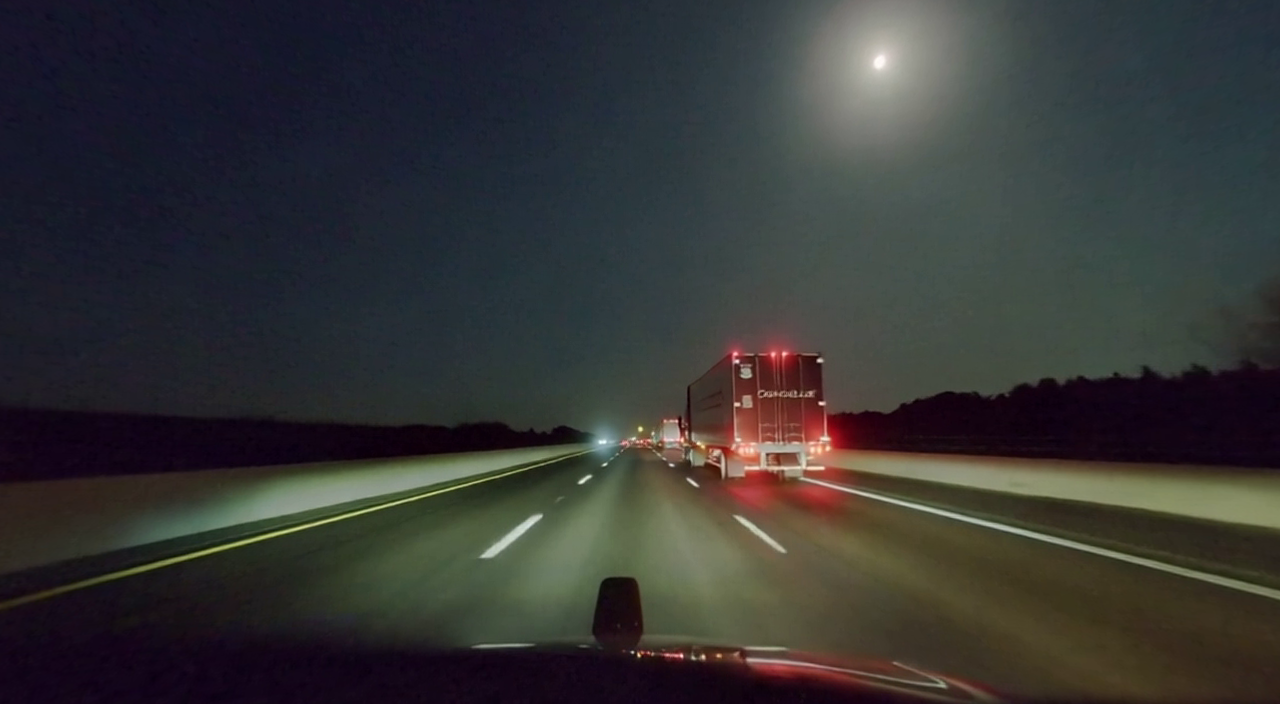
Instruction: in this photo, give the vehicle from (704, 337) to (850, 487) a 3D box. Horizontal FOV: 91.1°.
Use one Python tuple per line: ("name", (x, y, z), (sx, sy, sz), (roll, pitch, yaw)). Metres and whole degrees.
("vehicle", (4.053, 2.187, 21.083), (2.840, 3.947, 8.920), (0, -8, 0))
